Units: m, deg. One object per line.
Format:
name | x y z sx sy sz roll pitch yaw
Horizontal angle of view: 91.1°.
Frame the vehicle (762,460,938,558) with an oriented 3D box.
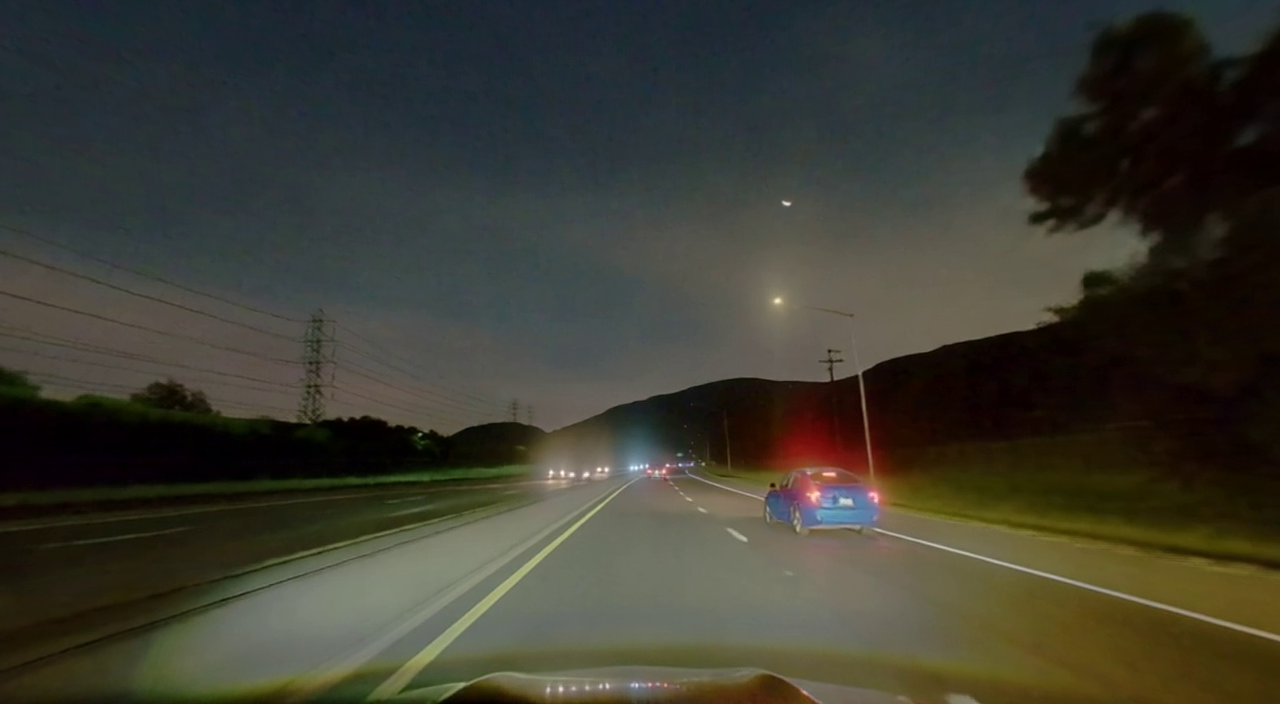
vehicle | 3.758 2.896 12.104 1.985 1.521 3.904 1 -10 -1
